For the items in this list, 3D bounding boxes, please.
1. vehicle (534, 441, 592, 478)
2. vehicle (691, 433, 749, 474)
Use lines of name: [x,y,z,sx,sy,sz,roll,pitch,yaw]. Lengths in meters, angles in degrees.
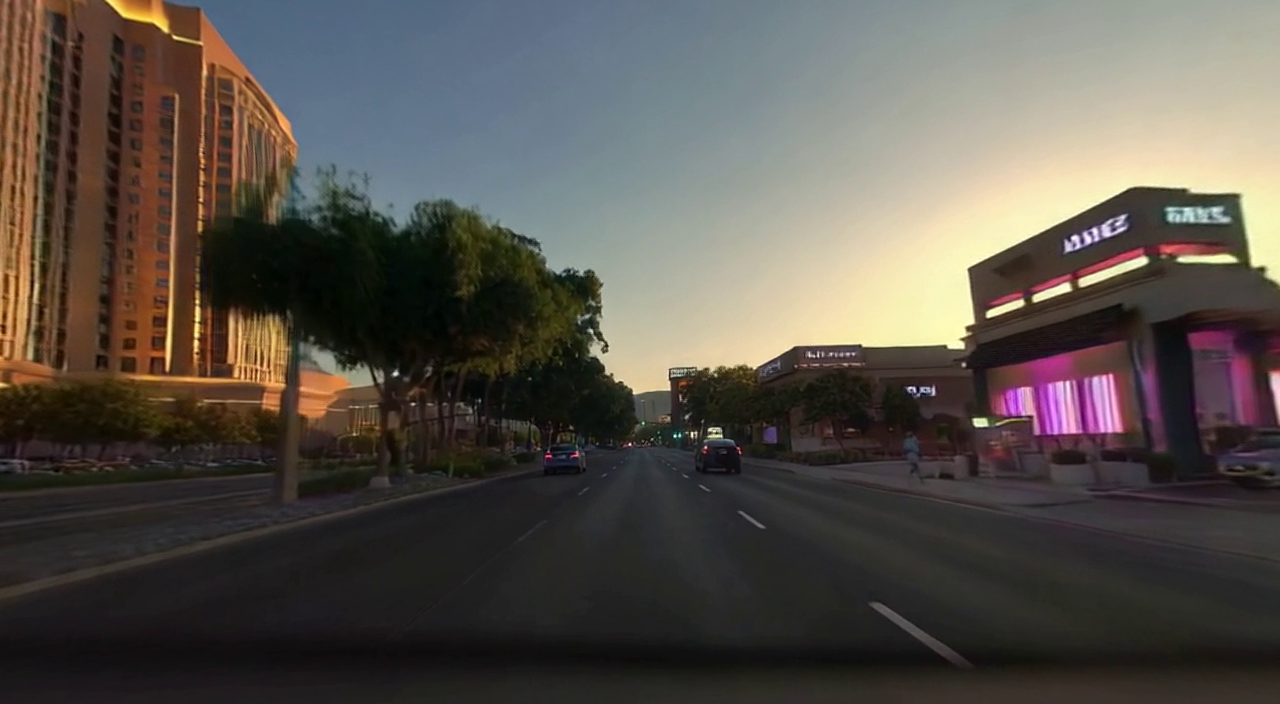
vehicle: [-3.293,4.673,27.752,2.005,1.477,4.169,0,-8,0]
vehicle: [3.643,4.736,29.558,2.083,1.743,4.354,0,-8,-1]
